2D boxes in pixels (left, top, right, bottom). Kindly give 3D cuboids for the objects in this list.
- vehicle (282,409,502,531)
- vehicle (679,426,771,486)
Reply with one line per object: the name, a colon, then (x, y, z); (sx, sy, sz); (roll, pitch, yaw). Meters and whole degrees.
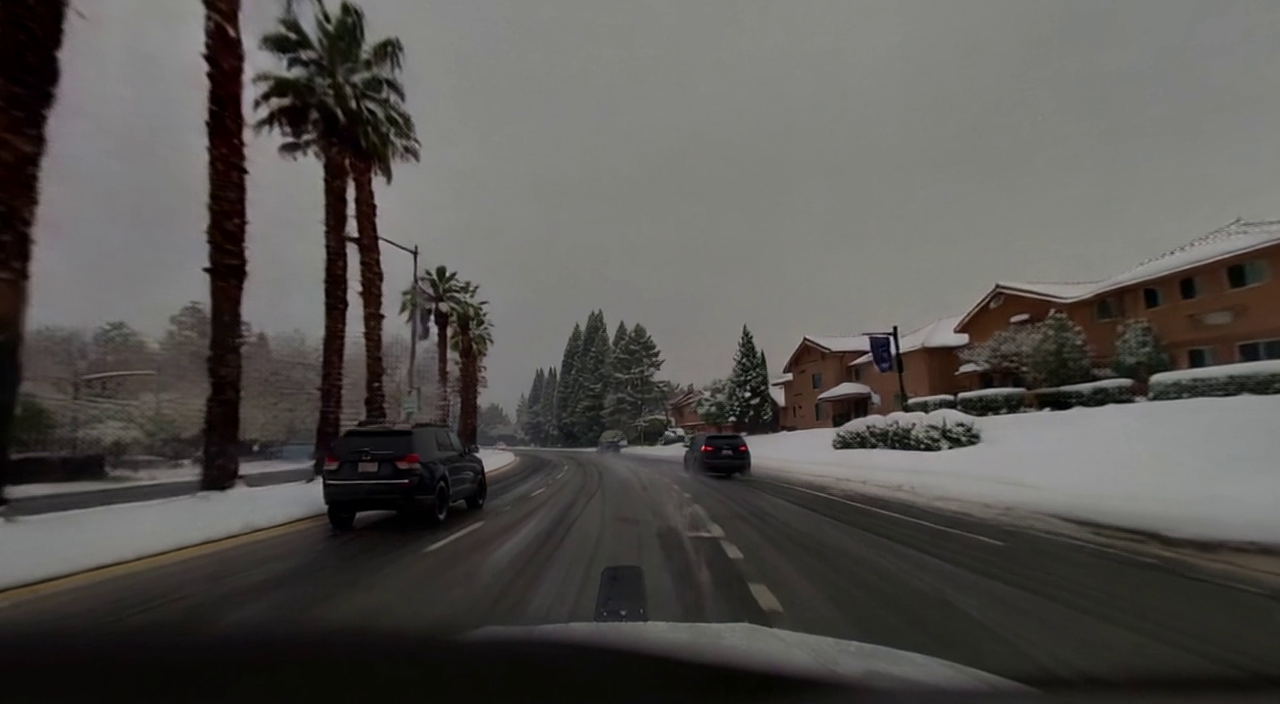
vehicle: (-4.147, 2.072, 11.621); (2.150, 1.768, 4.868); (0, -8, -1)
vehicle: (2.760, 3.531, 21.612); (2.195, 1.804, 4.658); (1, -8, -4)
